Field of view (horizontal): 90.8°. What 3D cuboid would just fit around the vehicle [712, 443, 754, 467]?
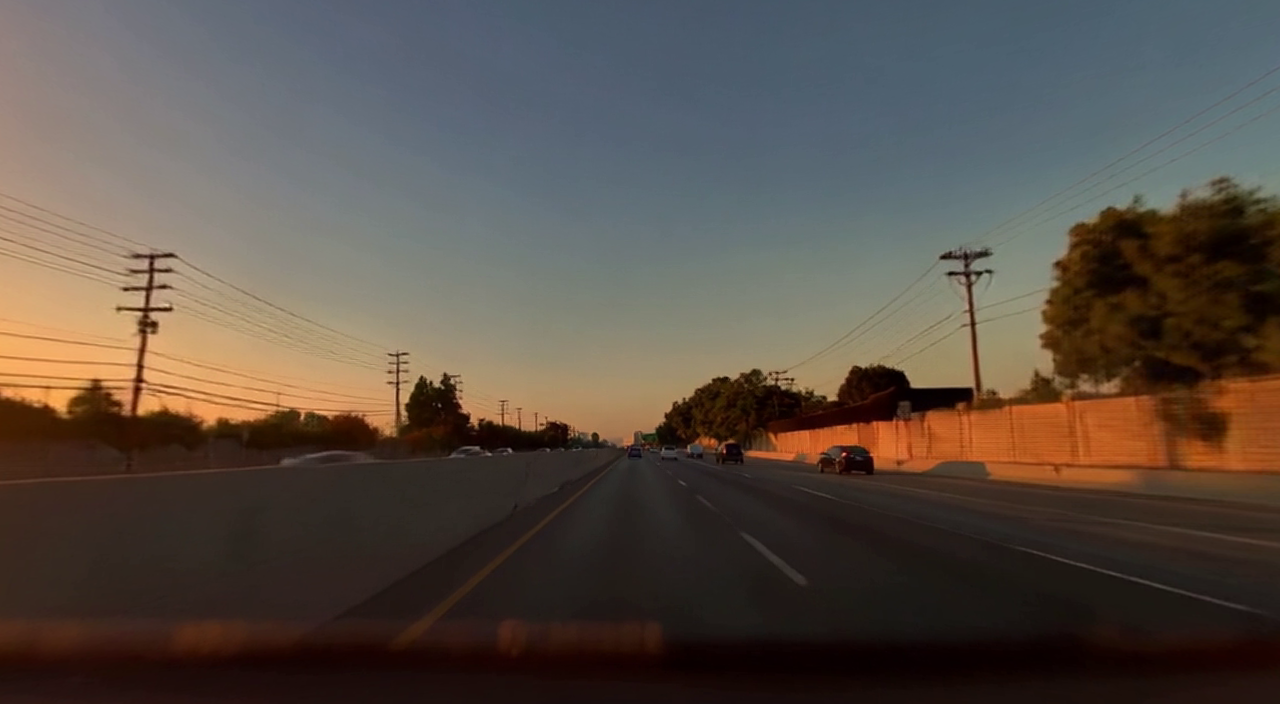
[{"bbox_3d":[6.336,7.090,43.648,2.069,1.520,4.614,0,-8,-1],"label":"vehicle"}]

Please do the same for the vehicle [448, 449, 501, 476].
[{"bbox_3d":[-10.140,6.771,39.044,1.989,1.498,4.593,0,-9,0],"label":"vehicle"}]

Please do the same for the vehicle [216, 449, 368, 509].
[{"bbox_3d":[-9.880,3.600,18.456,1.896,1.499,4.497,0,-8,0],"label":"vehicle"}]

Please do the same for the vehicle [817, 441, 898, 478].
[{"bbox_3d":[9.622,4.777,28.350,1.969,1.506,4.422,0,-8,-2],"label":"vehicle"}]
